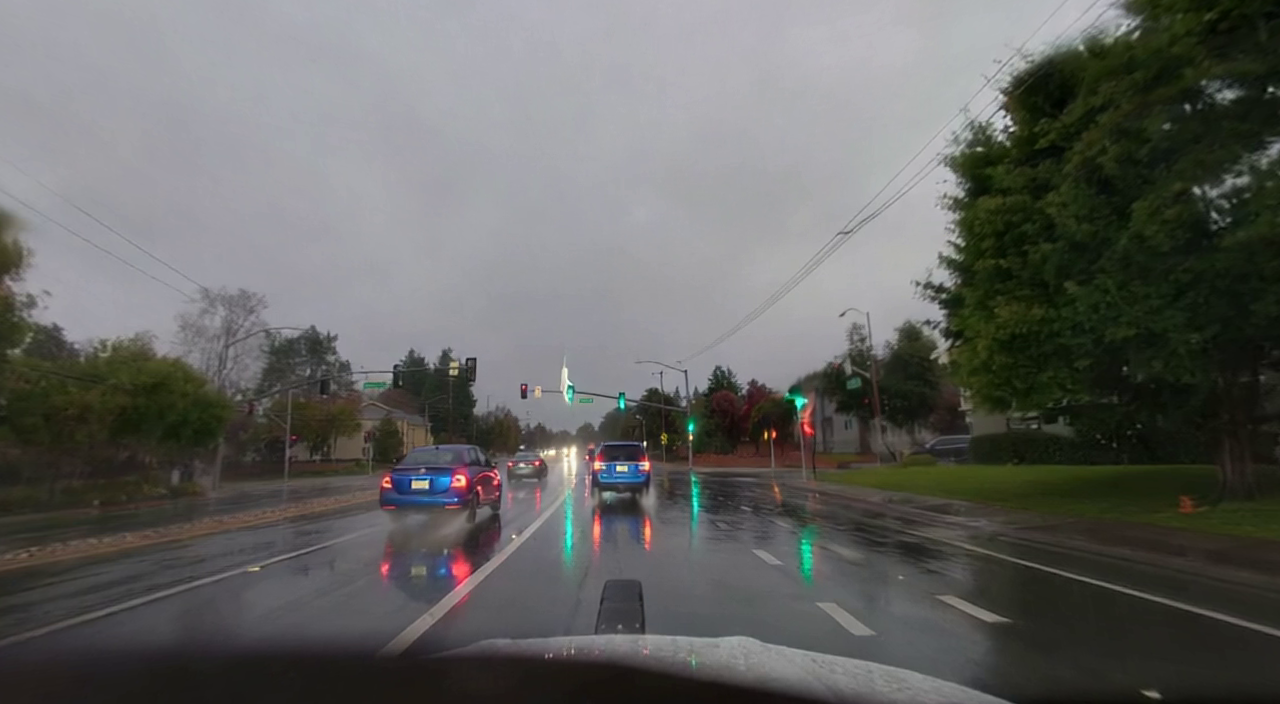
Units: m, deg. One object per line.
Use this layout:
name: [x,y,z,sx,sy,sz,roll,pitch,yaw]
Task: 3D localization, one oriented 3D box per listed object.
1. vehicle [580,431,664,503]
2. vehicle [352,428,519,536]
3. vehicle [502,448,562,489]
vehicle: [-0.541,3.281,18.444,2.155,1.836,4.250,0,-9,-2]
vehicle: [-3.622,2.369,12.095,1.899,1.685,4.121,0,-9,-2]
vehicle: [-4.172,4.563,25.099,1.863,1.449,4.153,0,-9,-3]
